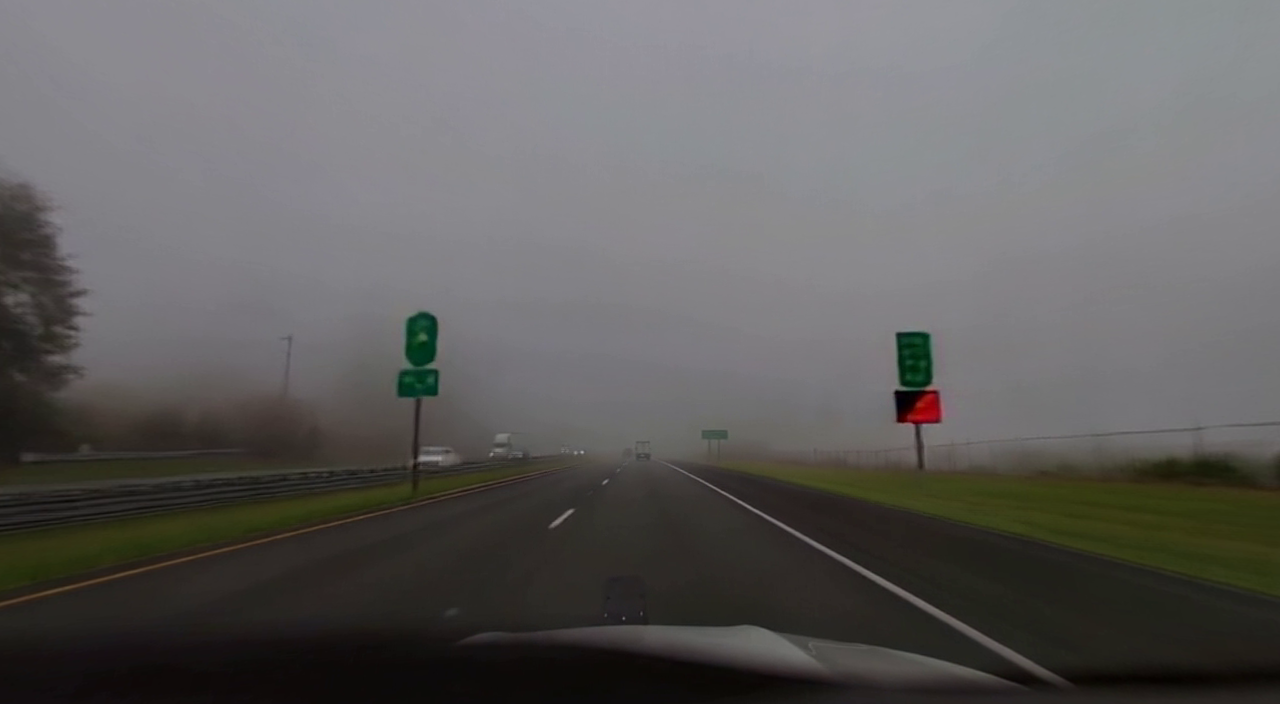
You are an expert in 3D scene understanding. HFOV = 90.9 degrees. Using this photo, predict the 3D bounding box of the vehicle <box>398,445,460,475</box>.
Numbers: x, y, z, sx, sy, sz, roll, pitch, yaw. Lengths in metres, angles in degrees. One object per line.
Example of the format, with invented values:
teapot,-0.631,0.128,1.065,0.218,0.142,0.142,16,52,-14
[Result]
vehicle,-11.721,6.009,35.297,1.875,1.503,4.582,0,-9,0
